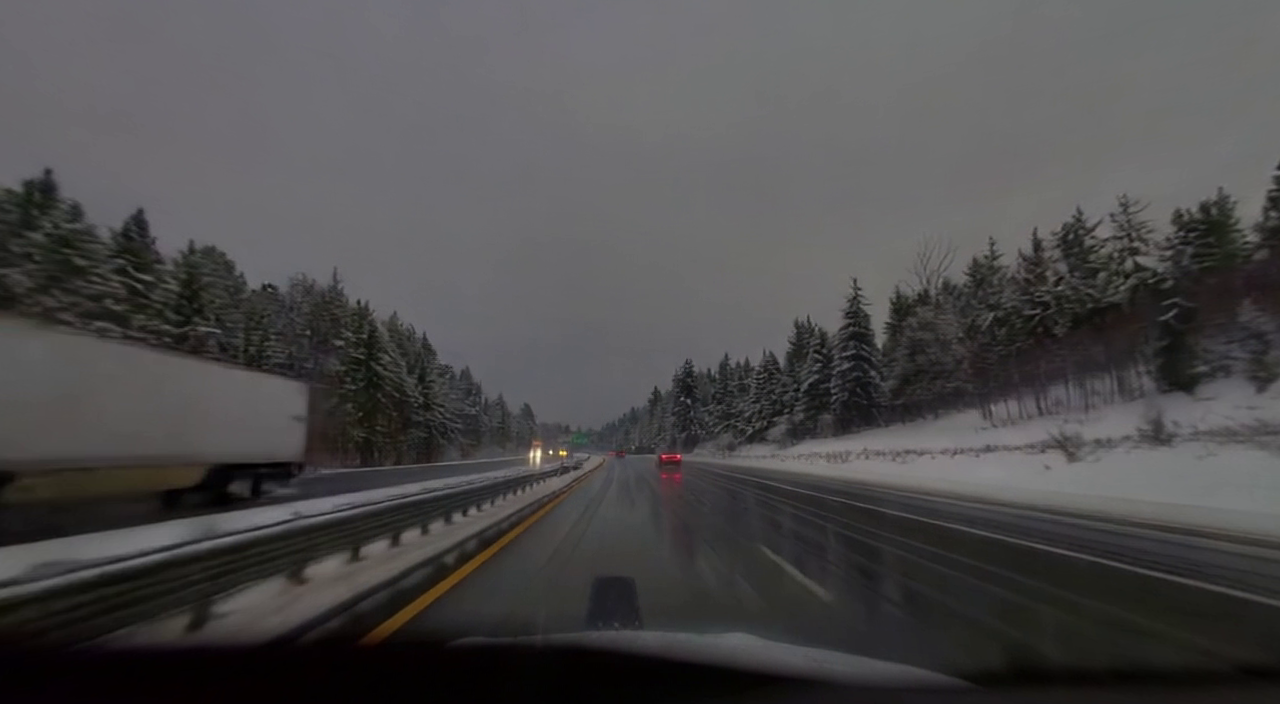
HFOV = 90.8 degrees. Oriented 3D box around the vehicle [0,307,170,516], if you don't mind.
[{"bbox_3d":[-13.300,1.073,11.487,2.763,3.848,8.560,0,-9,0],"label":"vehicle"}]
